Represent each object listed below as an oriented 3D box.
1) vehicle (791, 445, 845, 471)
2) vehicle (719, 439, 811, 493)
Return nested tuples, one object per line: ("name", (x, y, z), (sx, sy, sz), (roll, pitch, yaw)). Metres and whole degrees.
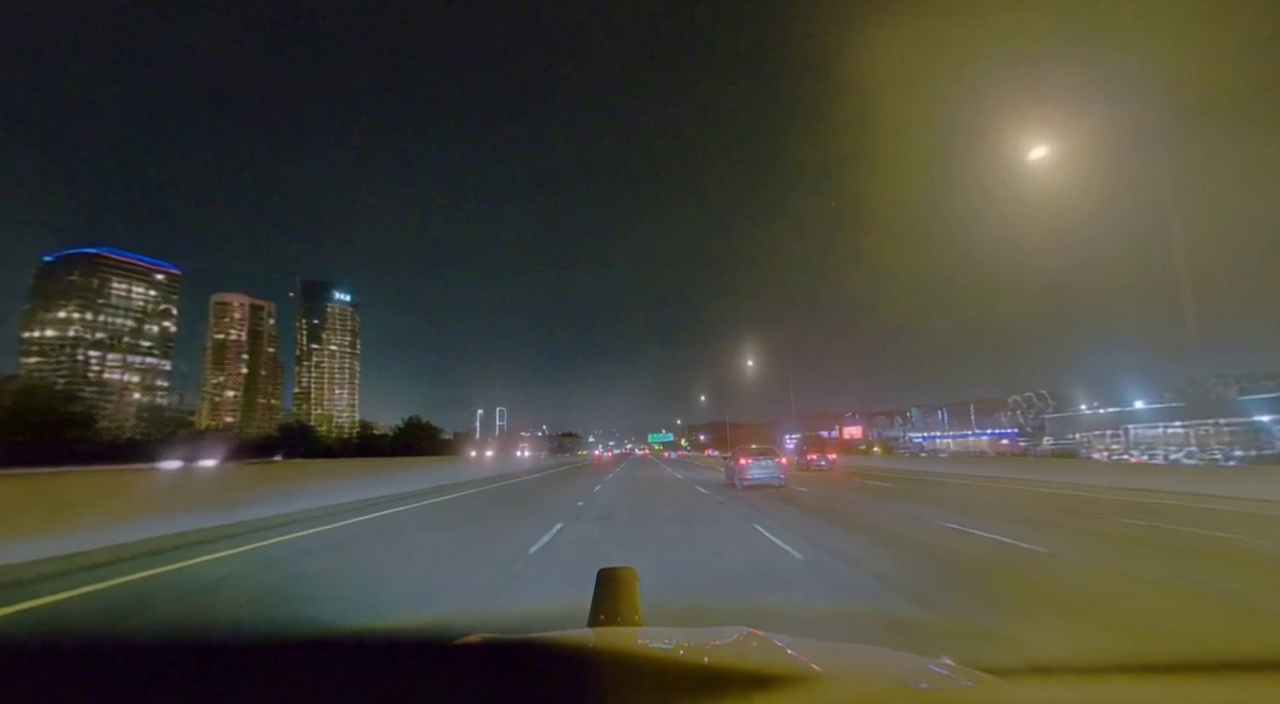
("vehicle", (11.045, 6.583, 39.427), (2.019, 1.529, 4.385), (0, -8, -1))
("vehicle", (3.812, 3.549, 20.000), (1.961, 1.504, 4.094), (0, -8, -1))
